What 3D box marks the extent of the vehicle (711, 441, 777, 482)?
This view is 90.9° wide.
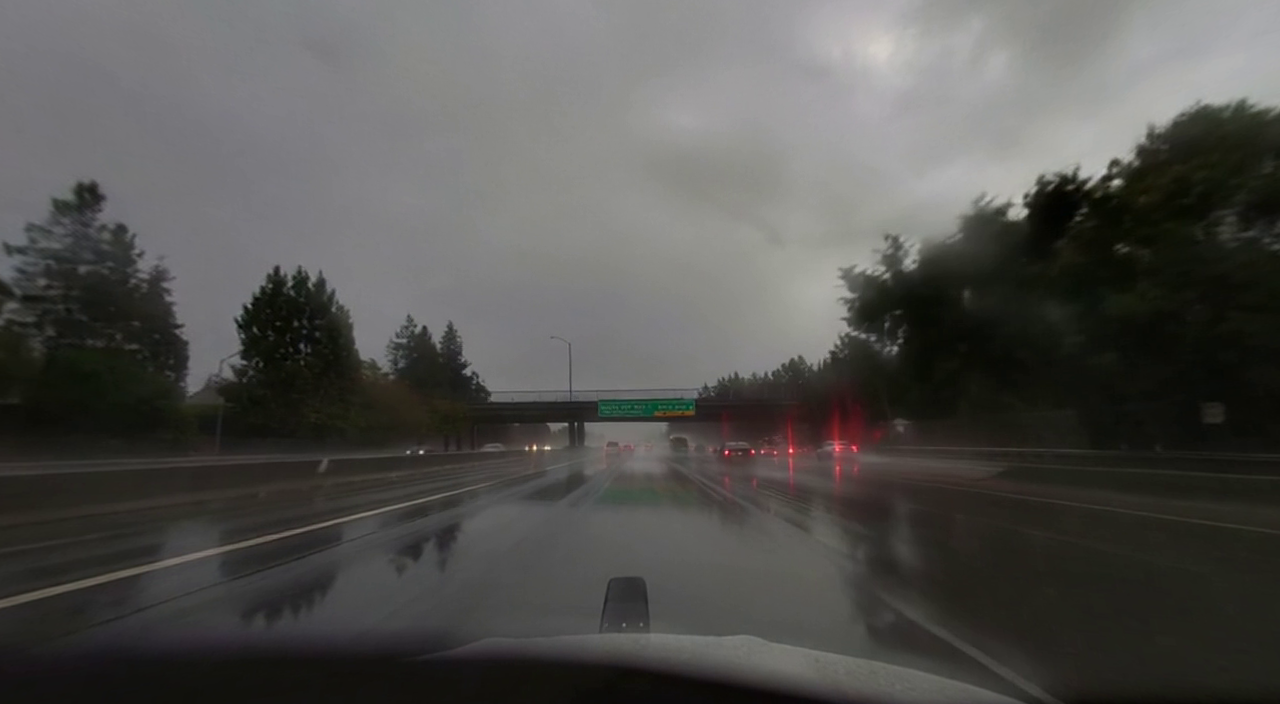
[{"bbox_3d":[4.096,4.375,25.582,1.908,1.483,4.259,0,-8,-1],"label":"vehicle"}]
